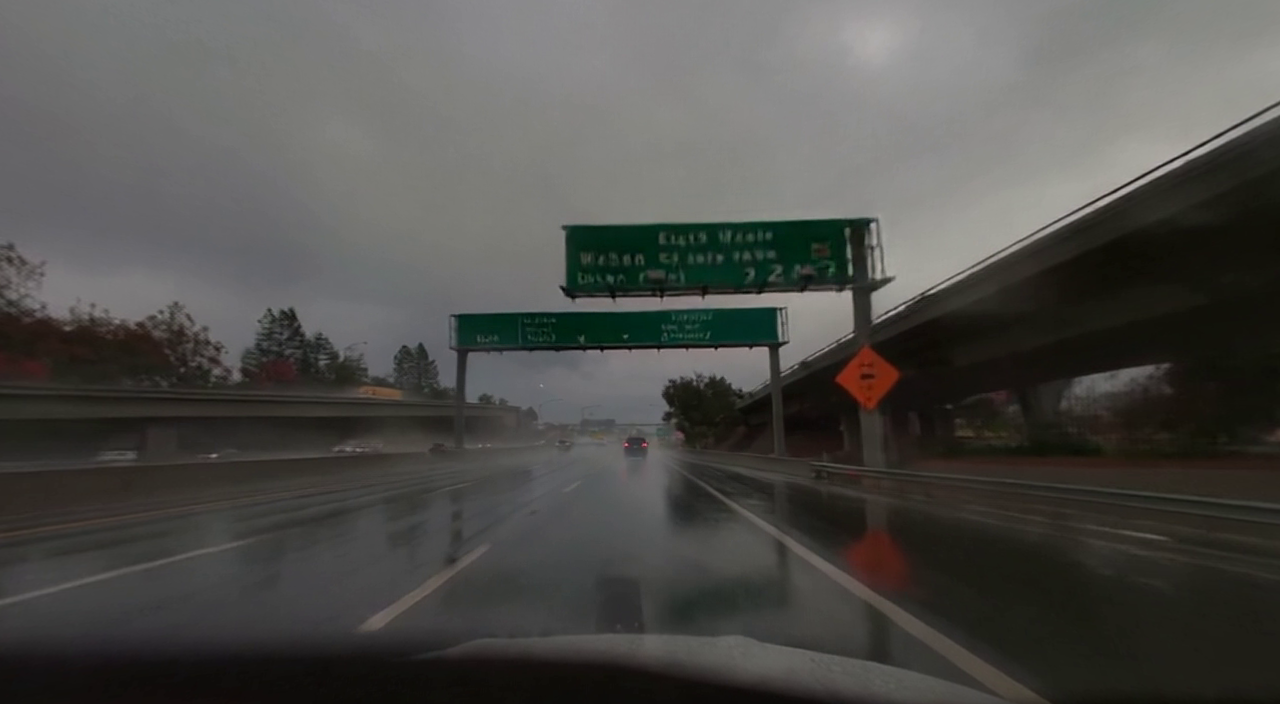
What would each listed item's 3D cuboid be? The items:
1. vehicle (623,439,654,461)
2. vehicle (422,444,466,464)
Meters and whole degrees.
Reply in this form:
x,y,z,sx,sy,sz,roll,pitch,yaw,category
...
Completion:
x,y,z,sx,sy,sz,roll,pitch,yaw,category
-0.124,7.015,45.273,2.086,1.472,4.168,0,-8,0,vehicle
-14.860,7.744,48.228,1.969,1.486,4.395,0,-8,0,vehicle
